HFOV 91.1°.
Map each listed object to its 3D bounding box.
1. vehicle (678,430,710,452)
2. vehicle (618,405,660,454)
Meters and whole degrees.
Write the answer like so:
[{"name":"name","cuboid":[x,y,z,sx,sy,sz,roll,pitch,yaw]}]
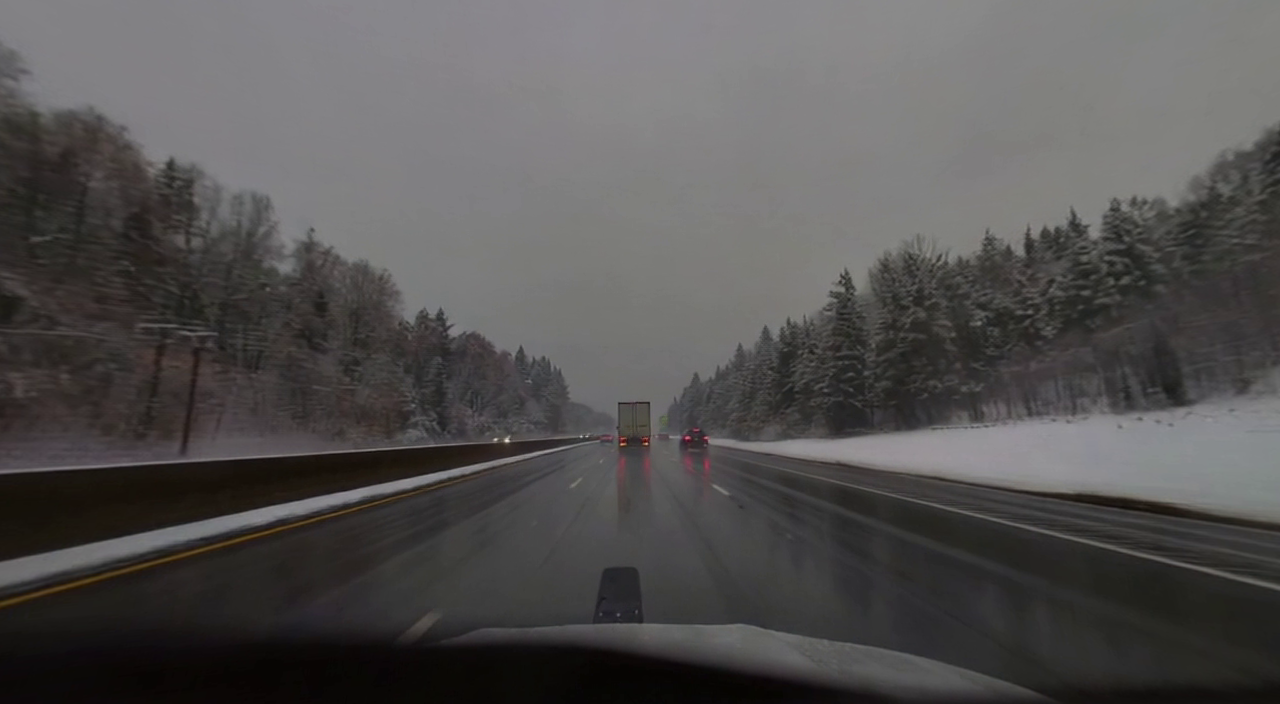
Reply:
[{"name":"vehicle","cuboid":[3.963,6.630,46.750,1.959,1.571,3.876,0,-8,-2]},{"name":"vehicle","cuboid":[-0.185,5.224,42.049,2.631,2.957,6.512,0,-8,-2]}]
